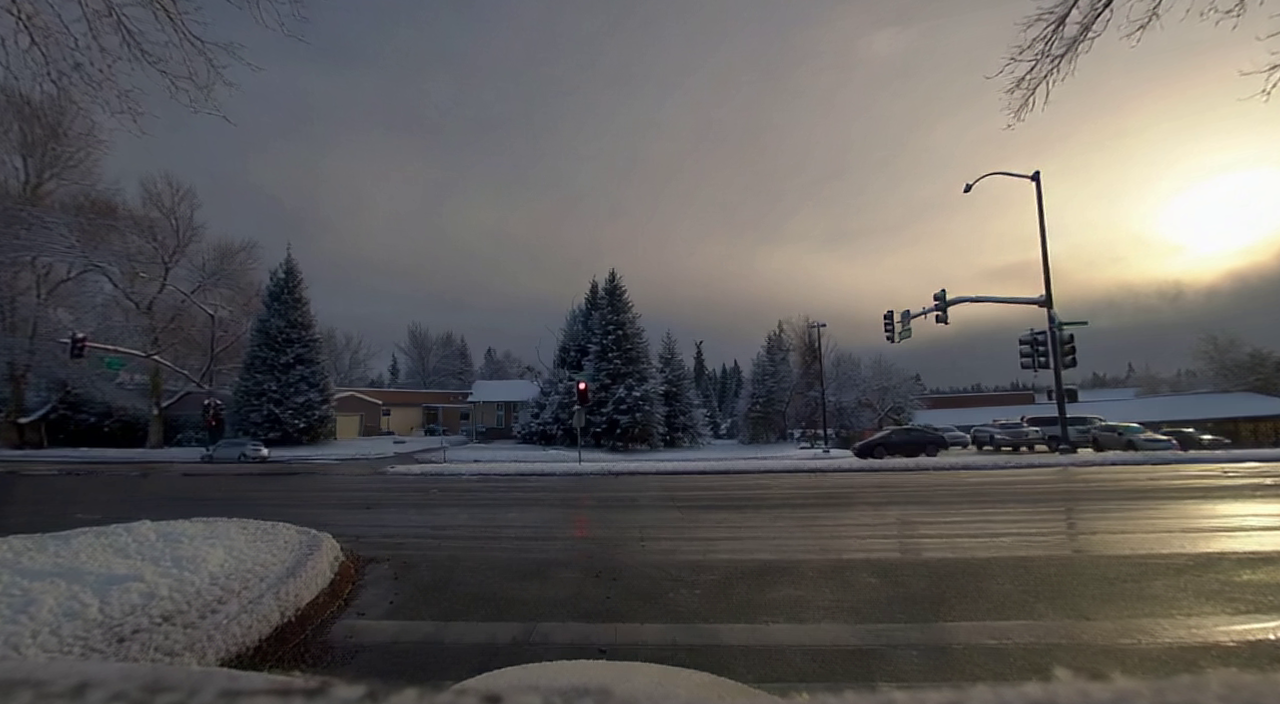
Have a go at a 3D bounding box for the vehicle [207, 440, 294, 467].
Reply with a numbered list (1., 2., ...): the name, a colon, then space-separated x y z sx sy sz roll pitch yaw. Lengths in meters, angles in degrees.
1. vehicle: -22.747 5.918 36.982 4.020 1.517 1.855 -2 -9 10

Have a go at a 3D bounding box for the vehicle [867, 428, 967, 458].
1. vehicle: 14.699 4.866 33.758 4.488 1.536 1.849 -2 -9 10

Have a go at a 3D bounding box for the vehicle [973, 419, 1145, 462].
1. vehicle: 15.024 3.219 22.945 4.749 1.461 1.892 -1 -9 9
